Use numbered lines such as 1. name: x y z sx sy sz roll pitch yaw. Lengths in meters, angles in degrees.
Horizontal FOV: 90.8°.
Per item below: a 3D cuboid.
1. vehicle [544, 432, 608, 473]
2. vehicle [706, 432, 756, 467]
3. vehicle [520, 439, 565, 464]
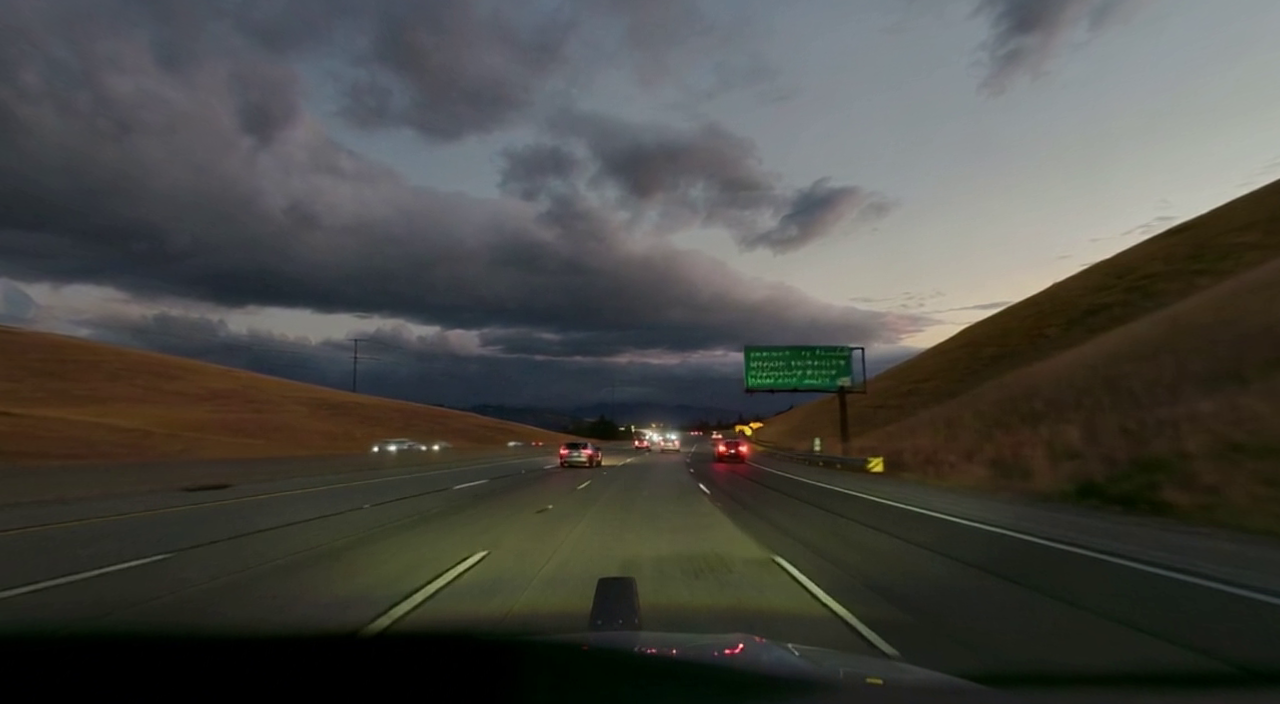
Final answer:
1. vehicle: -2.798 4.550 28.865 2.166 1.700 4.661 -1 -8 4
2. vehicle: 4.980 5.416 35.237 2.164 1.788 4.500 0 -8 1
3. vehicle: -6.254 6.398 40.922 1.975 1.520 4.390 -1 -8 3
